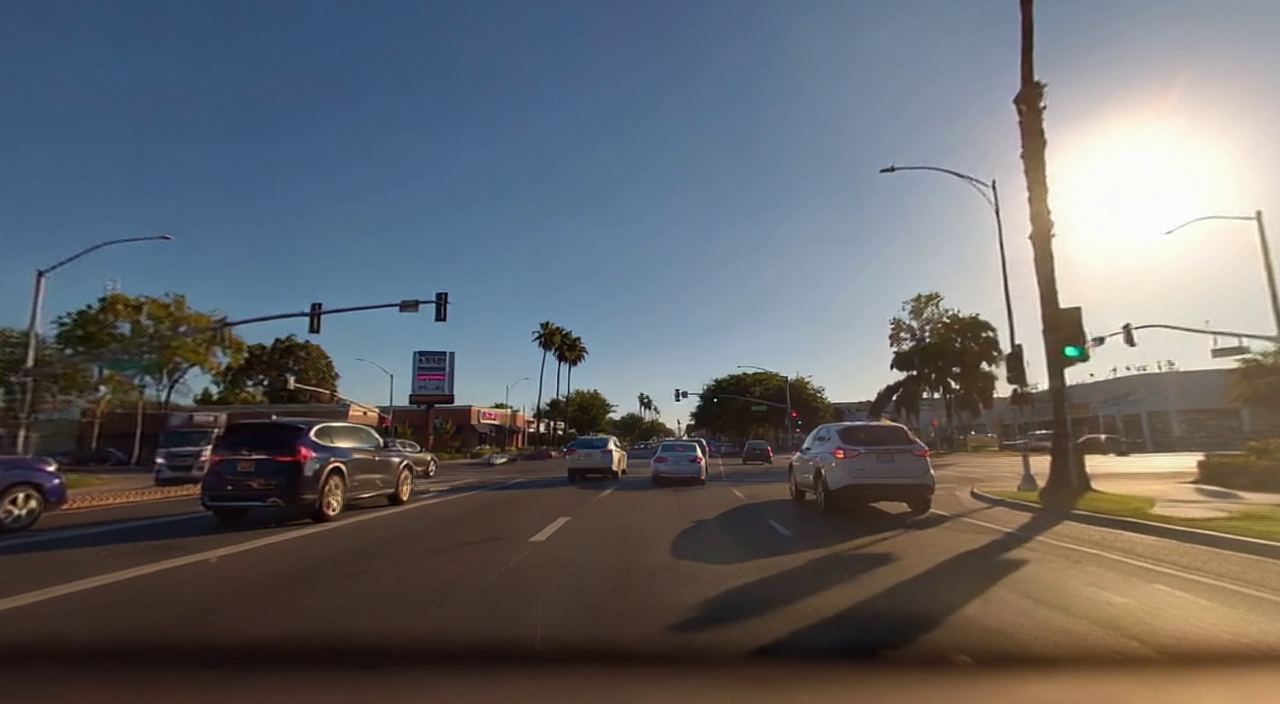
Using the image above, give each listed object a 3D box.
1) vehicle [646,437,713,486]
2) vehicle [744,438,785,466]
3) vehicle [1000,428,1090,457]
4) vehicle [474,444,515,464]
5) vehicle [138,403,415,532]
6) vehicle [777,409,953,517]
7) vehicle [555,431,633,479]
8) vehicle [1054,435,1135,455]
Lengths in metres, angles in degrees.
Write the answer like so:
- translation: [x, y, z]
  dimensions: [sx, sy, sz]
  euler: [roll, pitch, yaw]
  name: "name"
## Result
- translation: [1.443, 3.687, 21.612]
  dimensions: [2.057, 1.492, 3.825]
  euler: [-1, -8, 7]
  name: "vehicle"
- translation: [7.253, 5.836, 37.196]
  dimensions: [2.149, 1.532, 4.168]
  euler: [-1, -8, 9]
  name: "vehicle"
- translation: [27.318, 6.160, 42.723]
  dimensions: [4.557, 1.848, 2.008]
  euler: [-2, -9, 11]
  name: "vehicle"
- translation: [-10.800, 7.492, 46.624]
  dimensions: [1.918, 1.443, 4.612]
  euler: [4, -9, -26]
  name: "vehicle"
- translation: [-6.251, 2.048, 11.762]
  dimensions: [2.127, 1.888, 4.637]
  euler: [-1, -8, 4]
  name: "vehicle"
- translation: [4.628, 2.387, 14.078]
  dimensions: [2.267, 1.931, 5.145]
  euler: [-1, -8, 3]
  name: "vehicle"
- translation: [-1.728, 4.142, 25.648]
  dimensions: [2.088, 1.746, 4.650]
  euler: [-1, -8, 10]
  name: "vehicle"
- translation: [34.483, 7.067, 48.029]
  dimensions: [4.517, 1.491, 1.858]
  euler: [-2, -8, 10]
  name: "vehicle"
